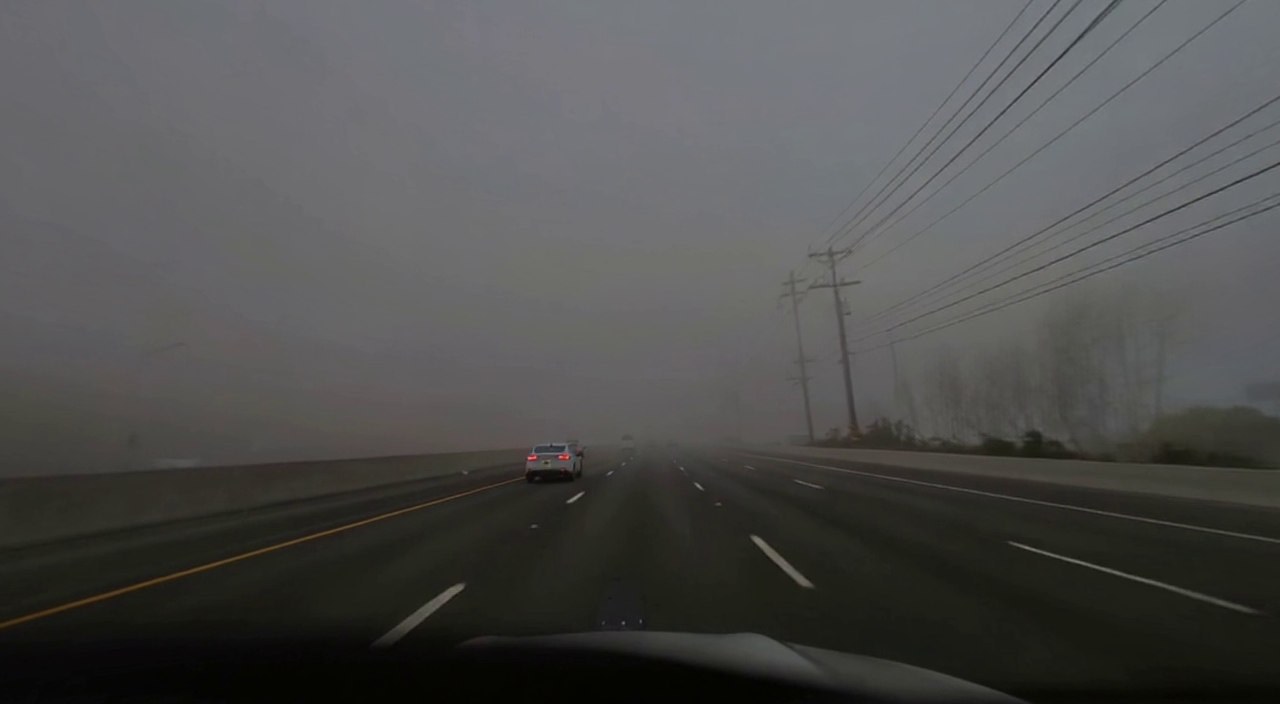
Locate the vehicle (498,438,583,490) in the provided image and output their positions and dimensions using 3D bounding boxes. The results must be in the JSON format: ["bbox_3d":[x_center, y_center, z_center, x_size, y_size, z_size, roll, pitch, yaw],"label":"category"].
[{"bbox_3d":[-2.983,3.457,19.768,1.891,1.444,3.968,-1,-8,2],"label":"vehicle"}]
